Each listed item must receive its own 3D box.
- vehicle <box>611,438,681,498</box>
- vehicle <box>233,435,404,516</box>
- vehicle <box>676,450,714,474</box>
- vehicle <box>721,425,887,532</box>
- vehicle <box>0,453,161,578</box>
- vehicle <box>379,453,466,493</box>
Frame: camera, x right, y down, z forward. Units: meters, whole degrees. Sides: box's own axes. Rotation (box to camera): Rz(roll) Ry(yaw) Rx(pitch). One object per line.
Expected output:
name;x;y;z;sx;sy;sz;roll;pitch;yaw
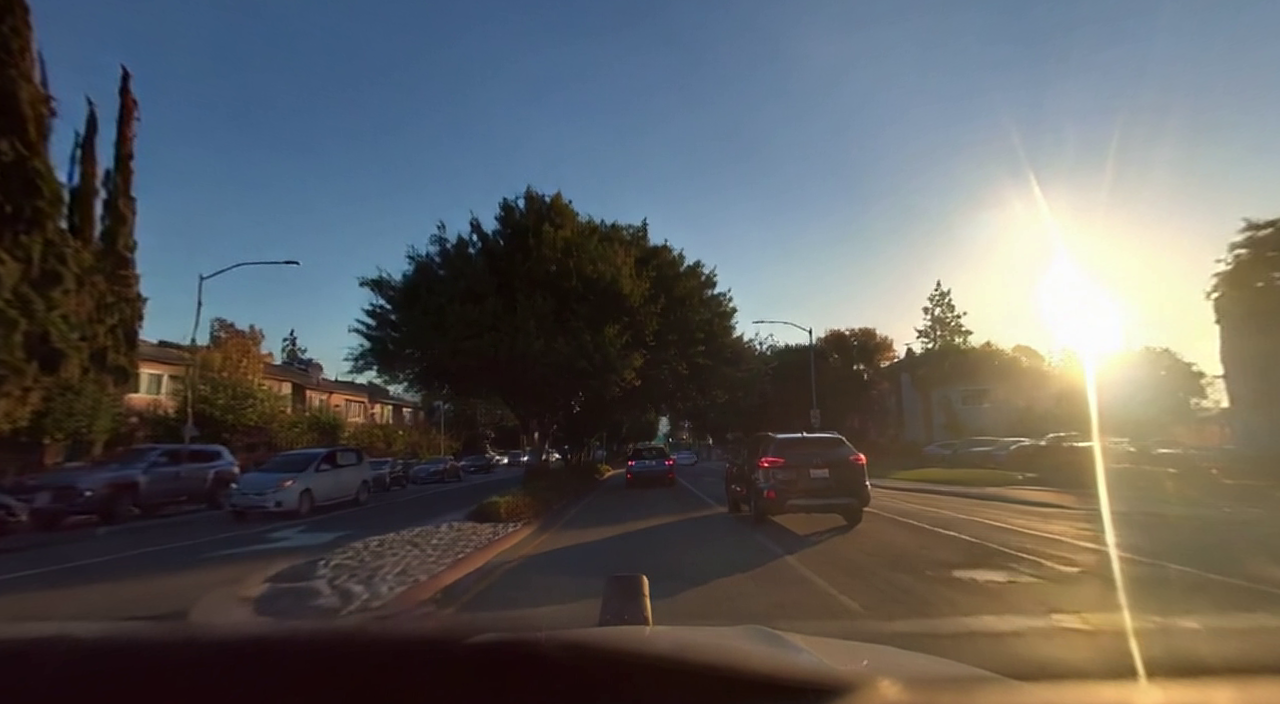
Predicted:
vehicle;0.184;3.977;21.990;2.185;1.822;4.391;0;-9;0
vehicle;-8.734;3.377;17.799;2.182;1.939;4.889;0;-9;1
vehicle;3.638;7.380;42.616;2.096;1.489;4.757;0;-9;0
vehicle;3.083;2.507;13.025;2.166;1.799;4.372;0;-9;-1
vehicle;-8.492;1.930;7.383;2.083;1.420;4.702;0;-9;0
vehicle;-8.779;4.913;25.890;1.923;1.433;4.450;-1;-9;1
